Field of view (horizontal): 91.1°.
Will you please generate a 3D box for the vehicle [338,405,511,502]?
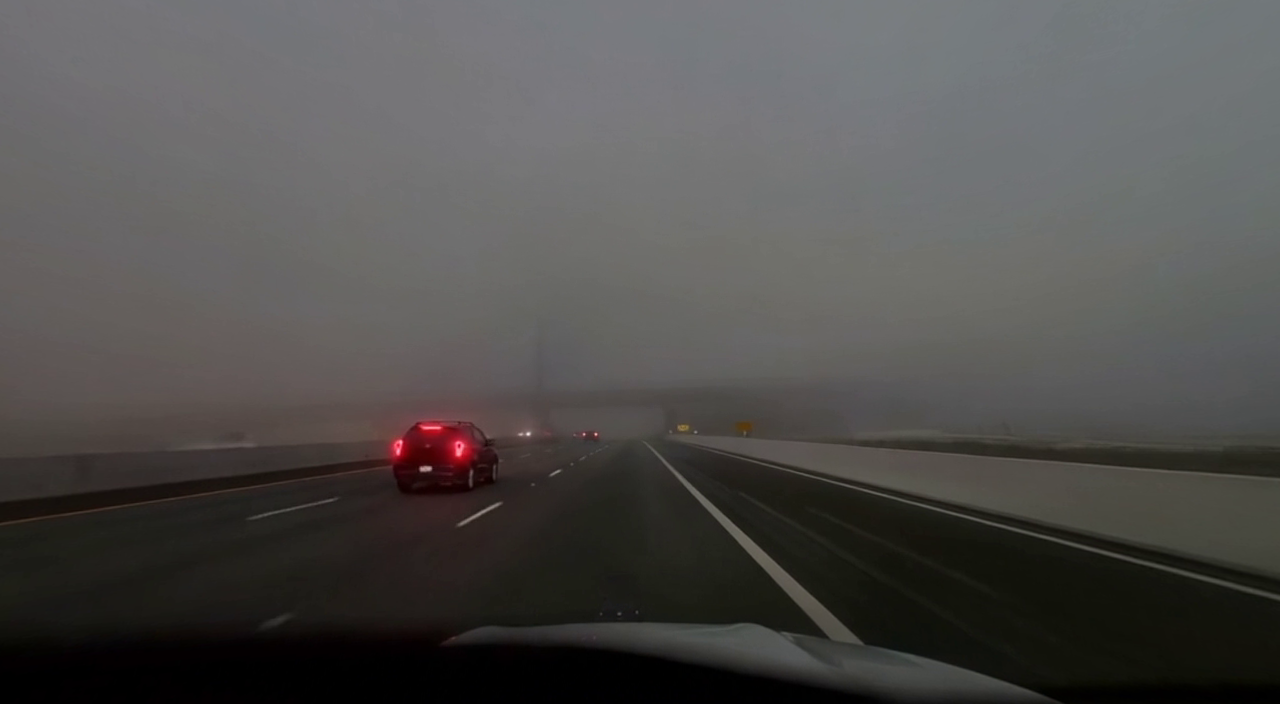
[{"bbox_3d":[-4.393,2.161,13.815,2.153,1.730,4.772,0,-8,-1],"label":"vehicle"}]
